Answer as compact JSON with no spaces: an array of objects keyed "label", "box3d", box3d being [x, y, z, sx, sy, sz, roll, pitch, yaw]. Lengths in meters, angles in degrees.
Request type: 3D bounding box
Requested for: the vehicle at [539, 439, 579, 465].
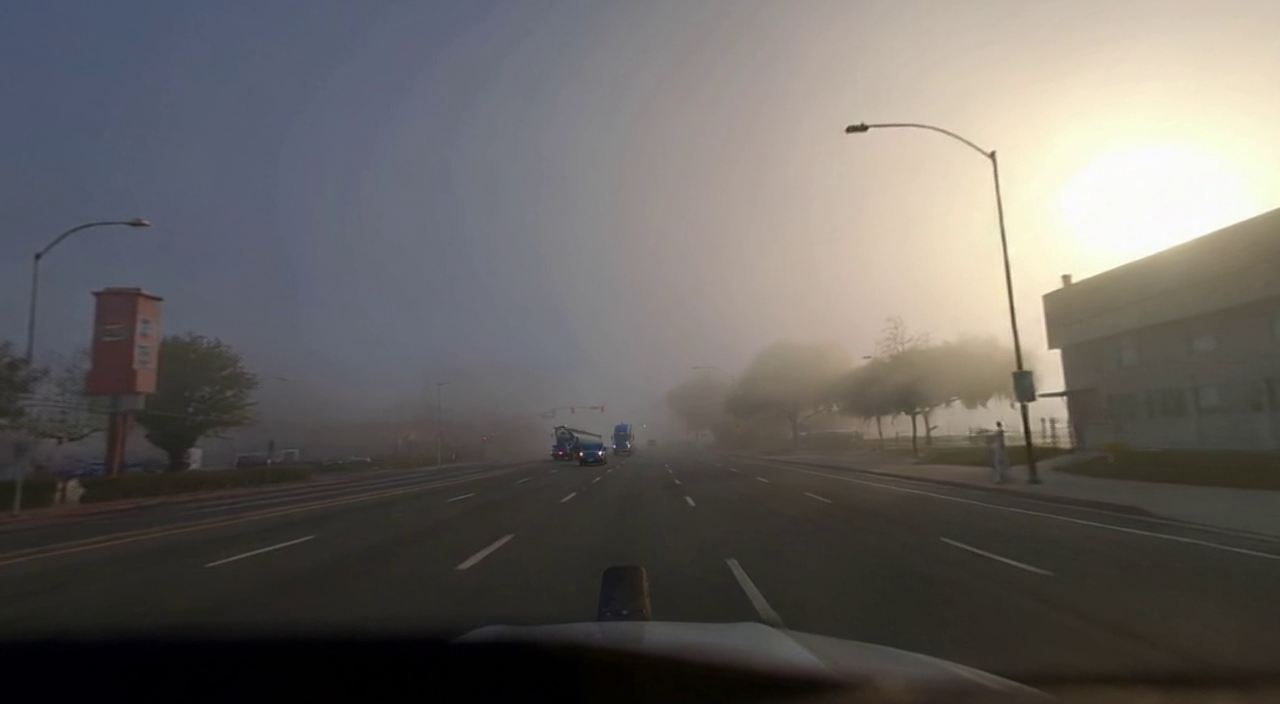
[{"label":"vehicle","box3d":[-5.730,7.117,45.130,2.179,1.750,4.621,0,-8,0]}]
